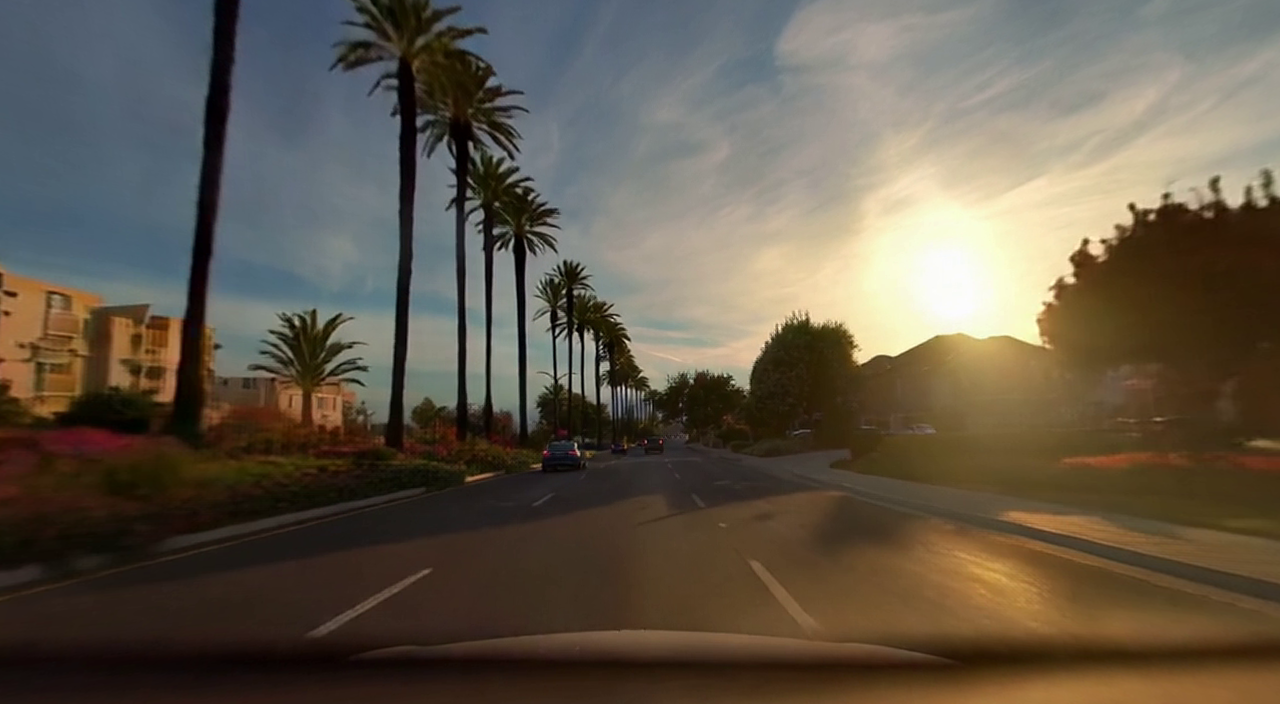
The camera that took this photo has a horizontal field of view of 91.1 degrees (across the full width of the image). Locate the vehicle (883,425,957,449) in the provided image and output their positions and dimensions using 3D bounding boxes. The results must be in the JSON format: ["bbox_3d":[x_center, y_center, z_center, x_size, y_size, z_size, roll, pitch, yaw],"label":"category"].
[{"bbox_3d":[20.004,6.105,45.023,4.364,1.609,1.917,-1,-8,7],"label":"vehicle"}]

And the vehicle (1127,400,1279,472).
[{"bbox_3d":[20.221,2.808,21.472,2.624,2.088,5.064,-3,-7,-6],"label":"vehicle"}]

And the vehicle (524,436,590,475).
[{"bbox_3d":[-3.410,4.371,26.704,2.036,1.478,4.508,-1,-8,2],"label":"vehicle"}]
